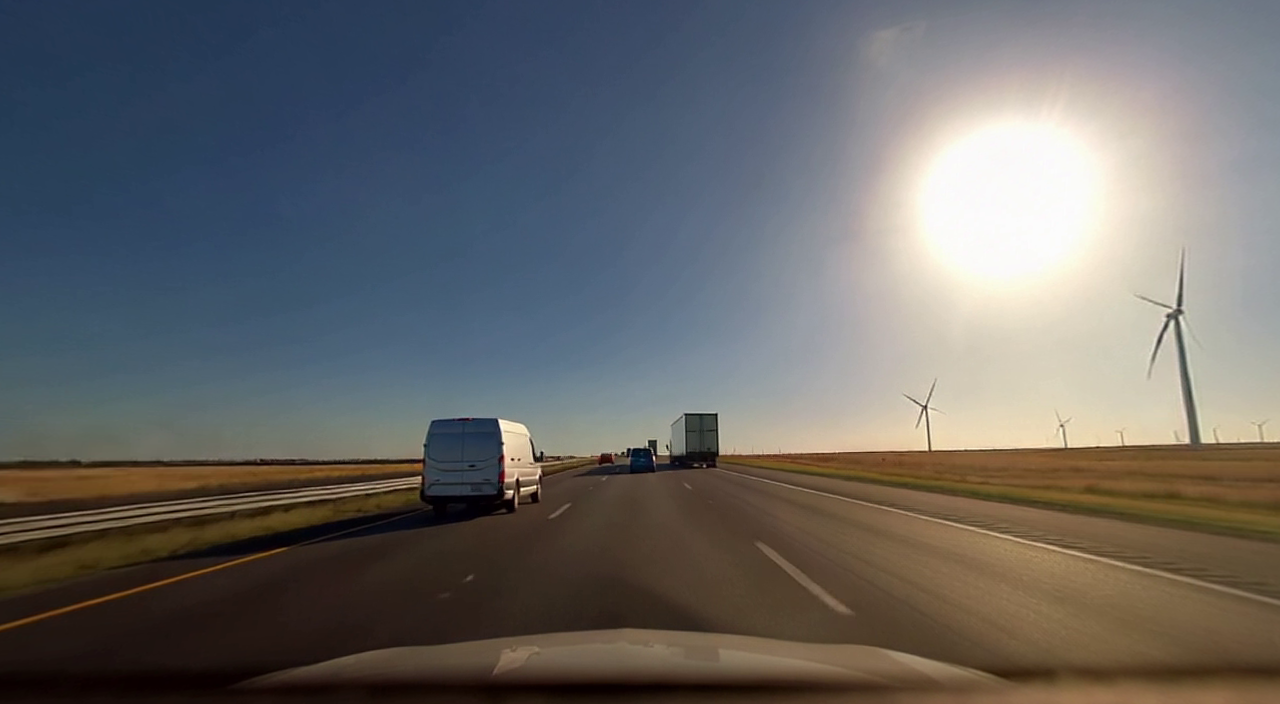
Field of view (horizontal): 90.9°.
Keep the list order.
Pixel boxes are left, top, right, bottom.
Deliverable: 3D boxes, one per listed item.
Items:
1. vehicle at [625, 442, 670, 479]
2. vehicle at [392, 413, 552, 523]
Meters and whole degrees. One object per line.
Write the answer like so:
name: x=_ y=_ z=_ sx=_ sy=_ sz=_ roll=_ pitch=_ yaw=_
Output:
vehicle: x=0.351 y=5.423 z=31.758 sx=2.083 sy=1.689 sz=4.083 roll=0 pitch=-9 yaw=0
vehicle: x=-3.414 y=2.494 z=13.976 sx=2.238 sy=1.984 sz=4.650 roll=0 pitch=-9 yaw=0
